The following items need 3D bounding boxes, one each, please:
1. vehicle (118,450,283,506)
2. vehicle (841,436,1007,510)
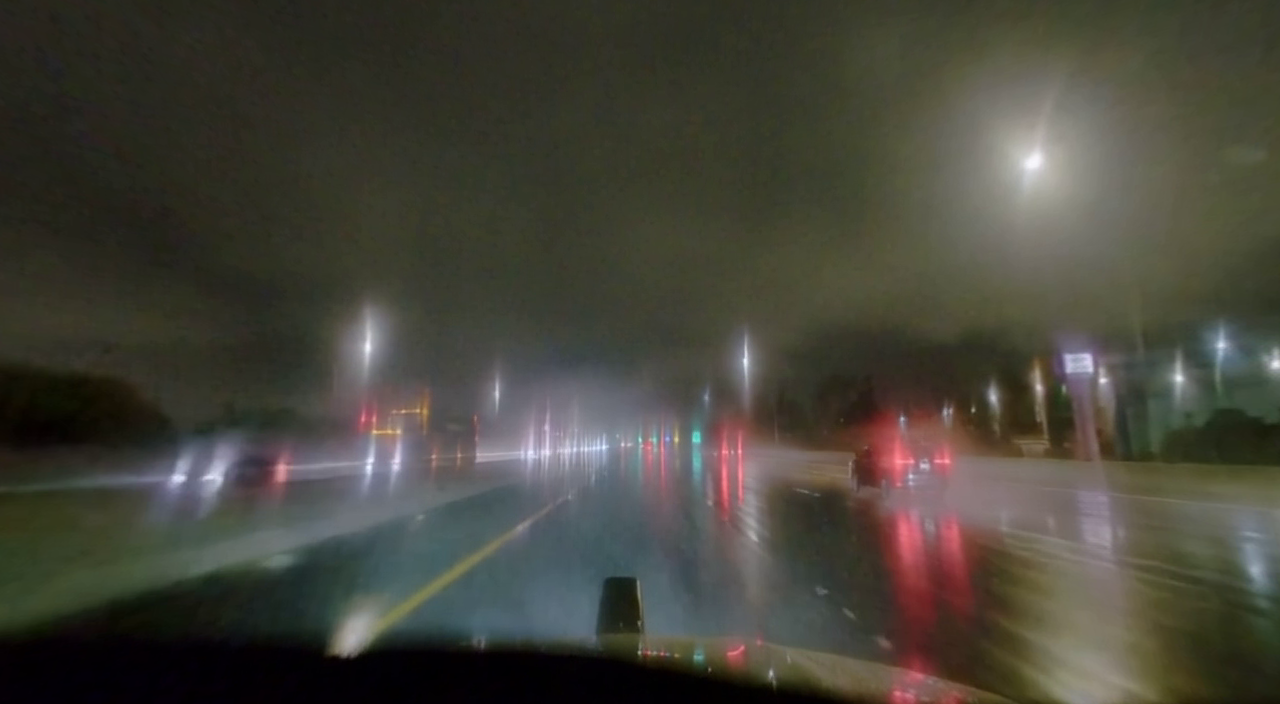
[{"bbox_3d":[-13.564,3.870,19.922,1.911,1.500,4.555,0,-9,0],"label":"vehicle"},{"bbox_3d":[6.797,2.924,15.808,1.901,1.548,4.684,0,-9,-1],"label":"vehicle"}]
